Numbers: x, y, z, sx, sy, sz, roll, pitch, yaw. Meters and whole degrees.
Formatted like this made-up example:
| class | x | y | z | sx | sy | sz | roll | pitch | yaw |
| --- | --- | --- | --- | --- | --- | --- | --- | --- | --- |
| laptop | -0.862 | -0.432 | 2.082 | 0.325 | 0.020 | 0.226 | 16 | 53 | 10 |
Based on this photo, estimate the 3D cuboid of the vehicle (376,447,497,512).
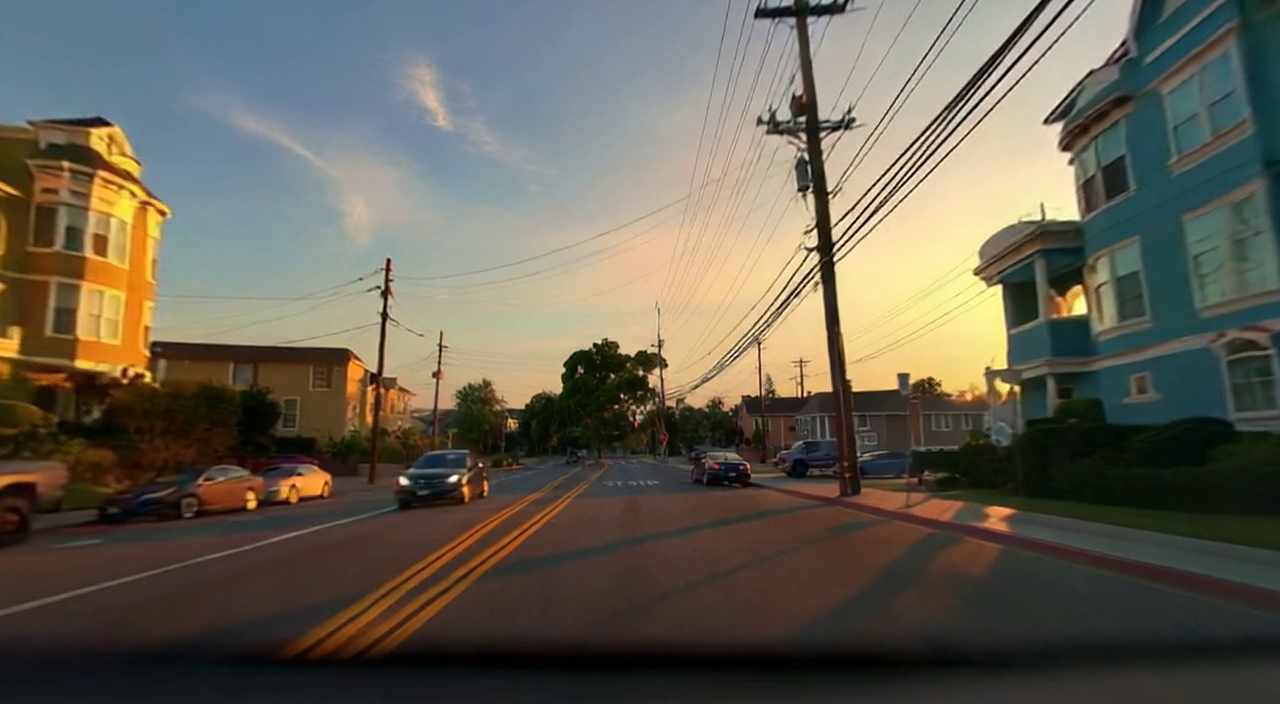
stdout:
| class | x | y | z | sx | sy | sz | roll | pitch | yaw |
| --- | --- | --- | --- | --- | --- | --- | --- | --- | --- |
| vehicle | -5.442 | 3.441 | 17.593 | 2.205 | 1.480 | 4.366 | -1 | -8 | -4 |

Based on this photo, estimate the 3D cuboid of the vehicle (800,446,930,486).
| class | x | y | z | sx | sy | sz | roll | pitch | yaw |
| --- | --- | --- | --- | --- | --- | --- | --- | --- | --- |
| vehicle | 9.011 | 4.508 | 25.323 | 4.658 | 1.465 | 2.025 | -4 | -9 | 24 |

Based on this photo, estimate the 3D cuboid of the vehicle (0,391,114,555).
| class | x | y | z | sx | sy | sz | roll | pitch | yaw |
| --- | --- | --- | --- | --- | --- | --- | --- | --- | --- |
| vehicle | -11.105 | 1.788 | 8.823 | 2.687 | 2.491 | 5.936 | -2 | -8 | -4 |

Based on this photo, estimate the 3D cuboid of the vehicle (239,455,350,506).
| class | x | y | z | sx | sy | sz | roll | pitch | yaw |
| --- | --- | --- | --- | --- | --- | --- | --- | --- | --- |
| vehicle | -11.863 | 4.402 | 22.007 | 1.936 | 1.516 | 3.647 | 0 | -8 | -4 |

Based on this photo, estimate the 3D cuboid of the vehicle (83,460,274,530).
| class | x | y | z | sx | sy | sz | roll | pitch | yaw |
| --- | --- | --- | --- | --- | --- | --- | --- | --- | --- |
| vehicle | -11.548 | 3.555 | 16.311 | 1.742 | 1.415 | 4.566 | 0 | -8 | -4 |

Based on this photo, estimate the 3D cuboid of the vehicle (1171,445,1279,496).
| class | x | y | z | sx | sy | sz | roll | pitch | yaw |
| --- | --- | --- | --- | --- | --- | --- | --- | --- | --- |
| vehicle | 24.053 | 4.543 | 24.461 | 1.962 | 1.764 | 5.005 | 2 | -7 | -16 |

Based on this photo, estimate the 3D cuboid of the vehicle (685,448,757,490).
| class | x | y | z | sx | sy | sz | roll | pitch | yaw |
| --- | --- | --- | --- | --- | --- | --- | --- | --- | --- |
| vehicle | 3.049 | 4.502 | 24.750 | 1.917 | 1.434 | 4.733 | 0 | -8 | -4 |
